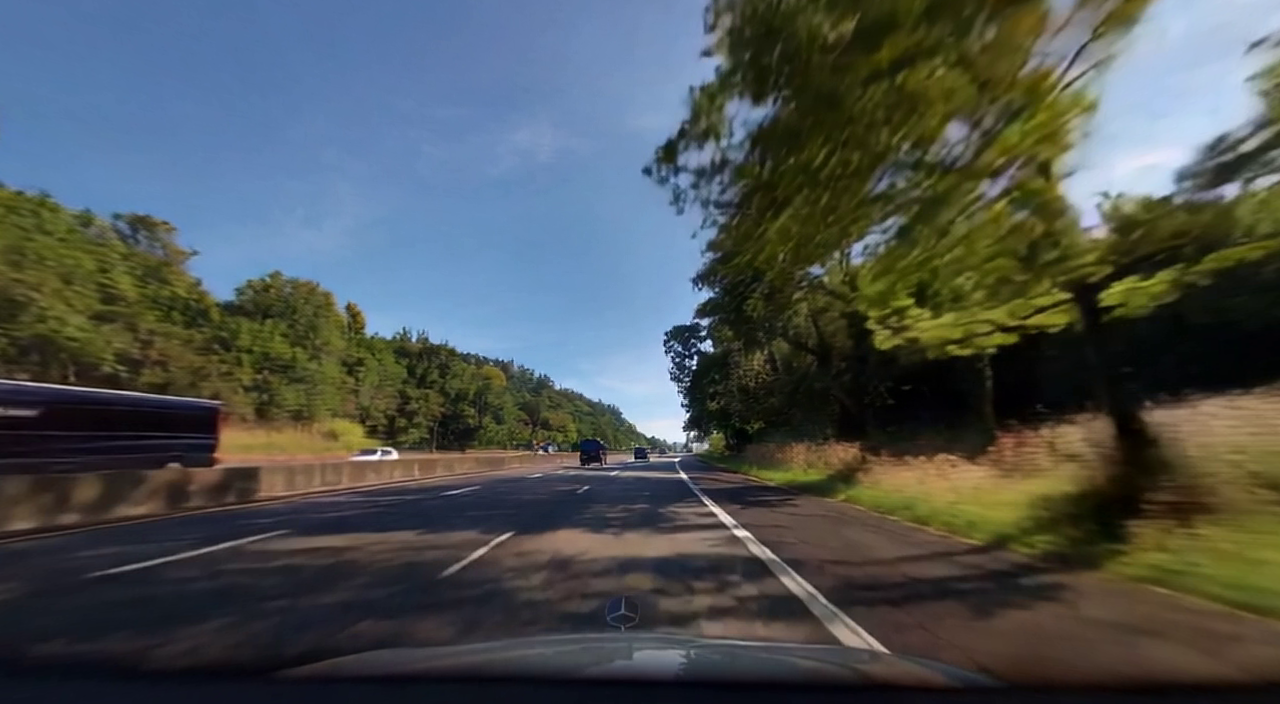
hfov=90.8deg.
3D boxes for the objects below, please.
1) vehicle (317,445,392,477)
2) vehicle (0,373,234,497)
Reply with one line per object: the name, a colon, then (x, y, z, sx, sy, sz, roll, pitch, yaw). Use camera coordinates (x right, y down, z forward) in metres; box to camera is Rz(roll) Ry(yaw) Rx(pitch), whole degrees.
vehicle: (-15.518, 5.940, 34.535, 1.955, 1.617, 4.254, -1, -9, 2)
vehicle: (-22.915, 3.509, 25.808, 2.918, 4.113, 14.054, -1, -9, 2)
